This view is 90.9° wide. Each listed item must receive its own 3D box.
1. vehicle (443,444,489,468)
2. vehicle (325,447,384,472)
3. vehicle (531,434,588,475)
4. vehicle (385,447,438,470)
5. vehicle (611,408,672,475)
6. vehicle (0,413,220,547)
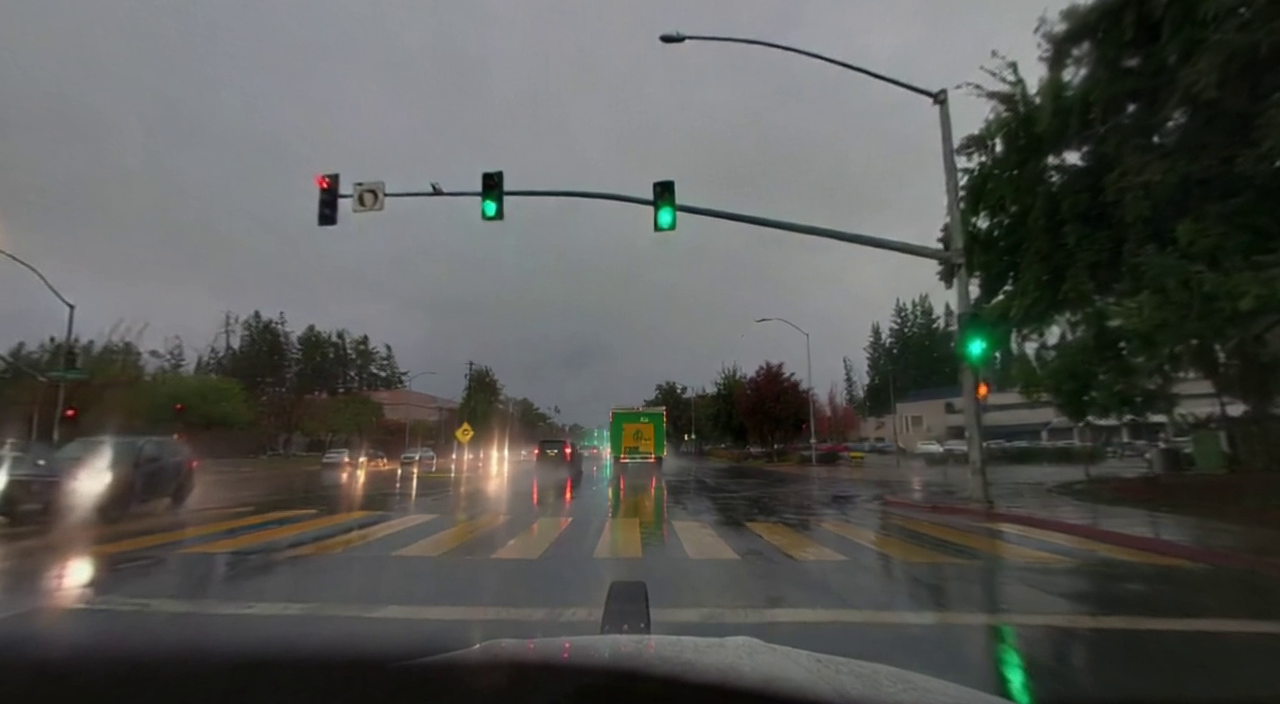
[{"bbox_3d":[-13.046,7.798,47.512,1.960,1.627,4.784,0,-8,1],"label":"vehicle"},{"bbox_3d":[-22.197,8.323,49.268,2.017,1.785,5.092,-1,-8,3],"label":"vehicle"},{"bbox_3d":[-3.856,5.000,31.114,2.184,1.830,4.890,0,-8,0],"label":"vehicle"},{"bbox_3d":[-16.373,7.634,45.405,2.022,1.442,4.853,-4,-8,1],"label":"vehicle"},{"bbox_3d":[-0.084,4.919,34.797,2.843,3.120,10.422,0,-8,-2],"label":"vehicle"},{"bbox_3d":[-9.055,2.035,10.742,2.021,1.798,4.346,3,-8,-19],"label":"vehicle"}]
